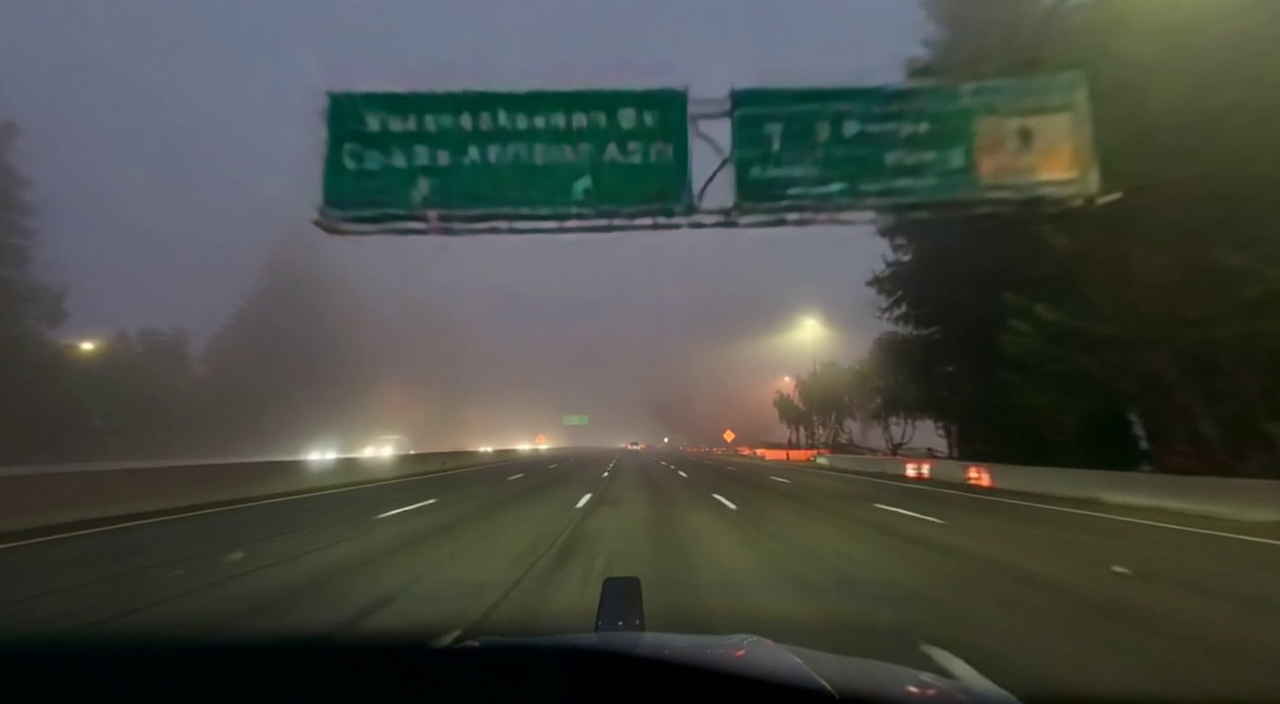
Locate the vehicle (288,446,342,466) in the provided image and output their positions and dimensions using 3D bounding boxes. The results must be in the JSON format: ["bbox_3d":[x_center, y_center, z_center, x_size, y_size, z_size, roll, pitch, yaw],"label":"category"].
[{"bbox_3d":[-25.324,8.111,49.245,1.935,1.497,4.619,1,-9,-2],"label":"vehicle"}]

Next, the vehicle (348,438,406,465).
[{"bbox_3d":[-18.819,7.143,45.342,2.129,1.773,4.963,1,-9,-2],"label":"vehicle"}]
